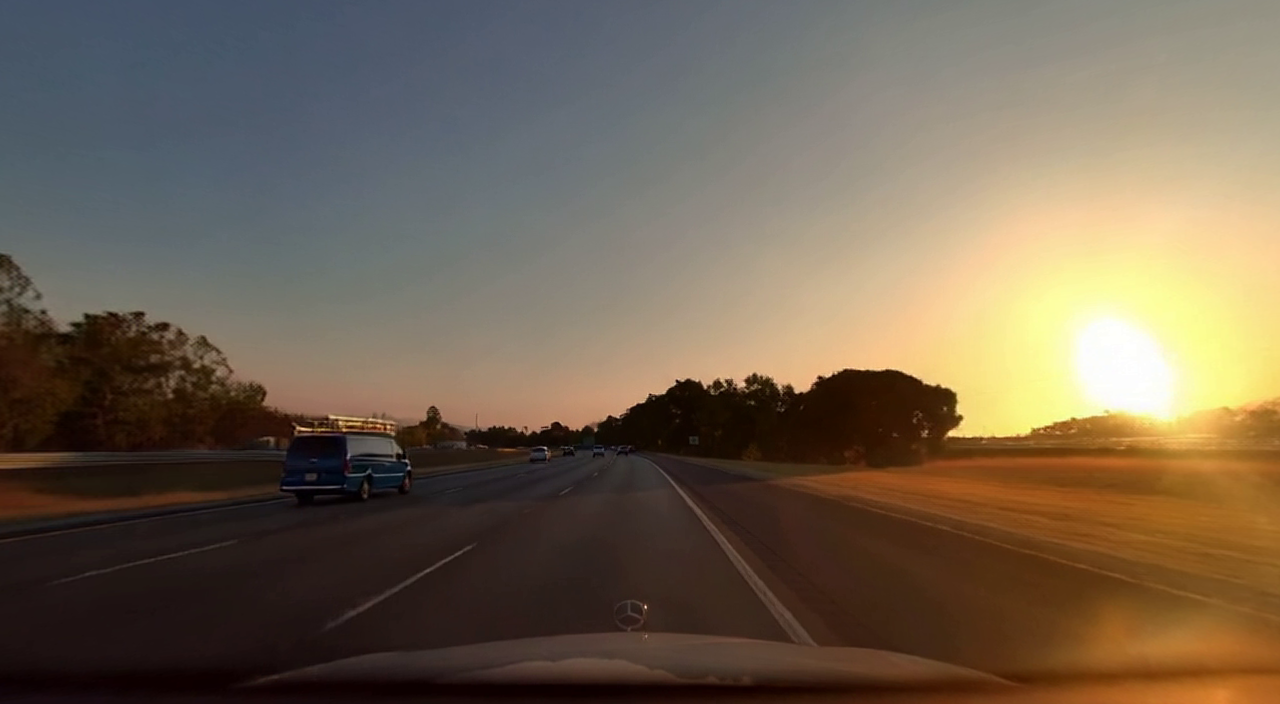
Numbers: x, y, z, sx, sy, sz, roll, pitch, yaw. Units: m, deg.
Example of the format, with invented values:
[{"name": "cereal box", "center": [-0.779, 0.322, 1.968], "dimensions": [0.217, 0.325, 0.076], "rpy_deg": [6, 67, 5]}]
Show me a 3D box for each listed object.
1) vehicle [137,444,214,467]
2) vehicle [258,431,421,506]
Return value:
[{"name": "vehicle", "center": [-33.011, 7.344, 44.994], "dimensions": [1.879, 1.491, 4.819], "rpy_deg": [0, -9, 0]}, {"name": "vehicle", "center": [-7.957, 3.130, 17.382], "dimensions": [2.093, 1.752, 4.771], "rpy_deg": [0, -9, 0]}]
